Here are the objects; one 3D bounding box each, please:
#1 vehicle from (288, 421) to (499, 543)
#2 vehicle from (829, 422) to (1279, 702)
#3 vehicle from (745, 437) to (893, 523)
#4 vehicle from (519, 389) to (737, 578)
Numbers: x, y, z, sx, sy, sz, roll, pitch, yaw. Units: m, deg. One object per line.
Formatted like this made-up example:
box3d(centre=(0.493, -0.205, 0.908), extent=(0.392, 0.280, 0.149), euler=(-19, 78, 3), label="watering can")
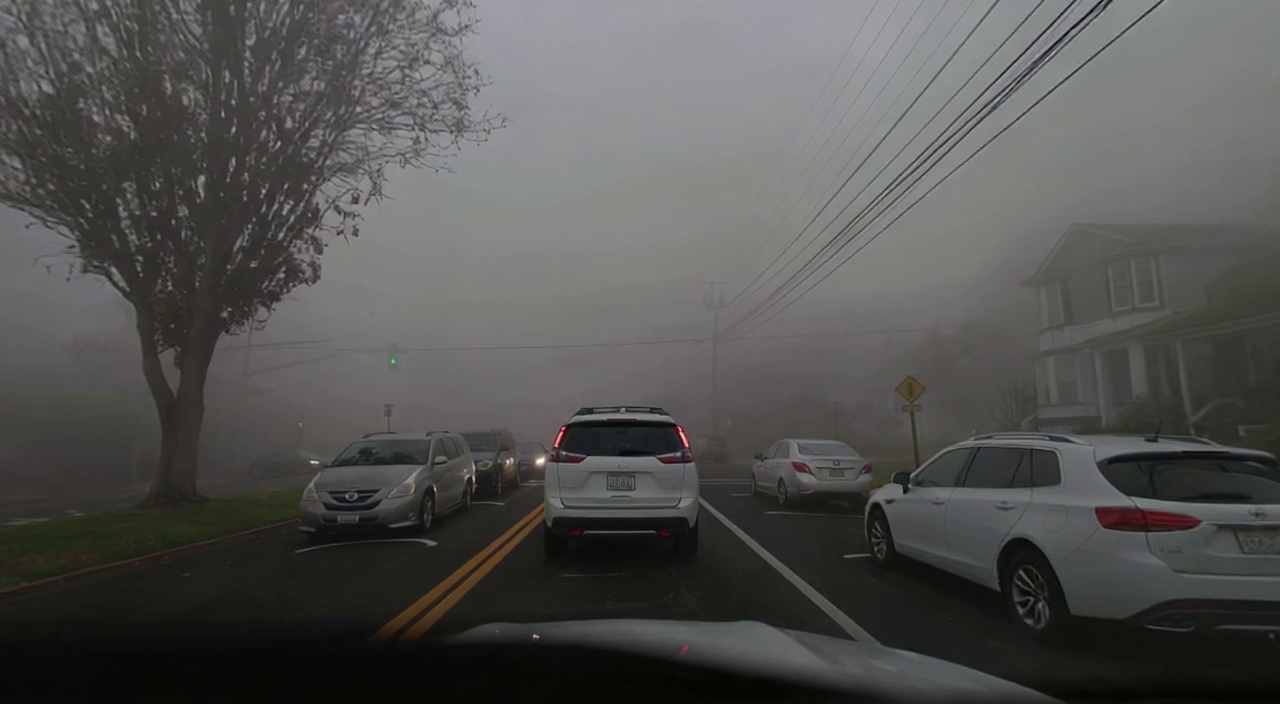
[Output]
box3d(centre=(-3.726, 2.024, 10.514), extent=(1.864, 1.576, 4.324), euler=(0, -8, -2), label="vehicle")
box3d(centre=(3.469, 1.467, 5.768), extent=(1.977, 1.480, 4.589), euler=(0, -8, -1), label="vehicle")
box3d(centre=(3.466, 2.527, 13.067), extent=(1.880, 1.476, 3.932), euler=(0, -8, 0), label="vehicle")
box3d(centre=(-0.212, 1.614, 8.511), extent=(2.164, 1.867, 4.254), euler=(0, -8, -3), label="vehicle")
